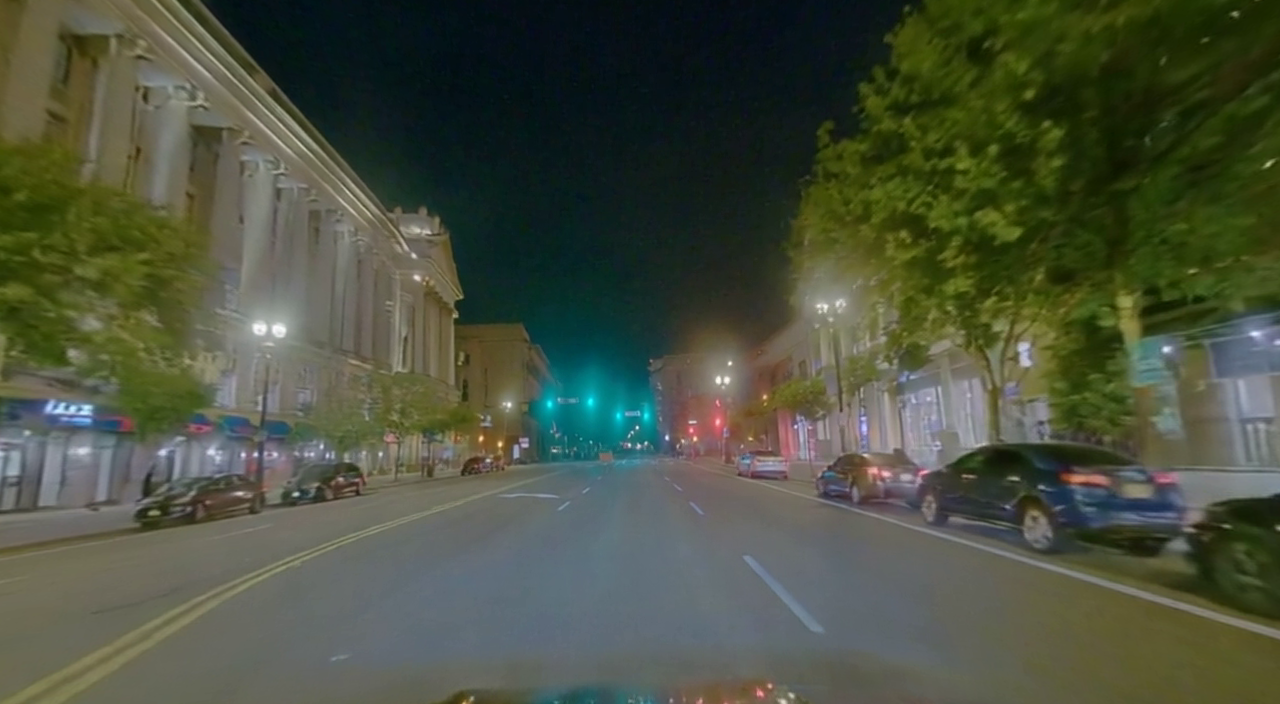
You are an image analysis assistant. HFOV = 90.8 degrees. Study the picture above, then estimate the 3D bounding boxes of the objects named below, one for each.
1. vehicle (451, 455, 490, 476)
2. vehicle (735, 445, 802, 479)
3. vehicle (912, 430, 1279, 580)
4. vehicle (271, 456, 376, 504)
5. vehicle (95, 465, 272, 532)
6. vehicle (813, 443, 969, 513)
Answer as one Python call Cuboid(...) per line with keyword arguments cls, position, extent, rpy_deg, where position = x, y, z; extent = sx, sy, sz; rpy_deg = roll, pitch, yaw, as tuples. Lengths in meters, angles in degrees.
Cuboid(cls="vehicle", position=(-12.699, 8.512, 47.578), extent=(1.767, 1.455, 4.389), rpy_deg=(0, -8, 0))
Cuboid(cls="vehicle", position=(5.961, 5.168, 29.973), extent=(2.091, 1.445, 4.678), rpy_deg=(0, -8, -2))
Cuboid(cls="vehicle", position=(5.823, 1.897, 8.810), extent=(1.849, 1.491, 4.626), rpy_deg=(0, -8, -2))
Cuboid(cls="vehicle", position=(-12.649, 5.113, 25.644), extent=(1.911, 1.558, 4.793), rpy_deg=(-4, -9, -2))
Cuboid(cls="vehicle", position=(-12.638, 4.034, 17.942), extent=(1.828, 1.462, 4.421), rpy_deg=(0, -8, -2))
Cuboid(cls="vehicle", position=(5.797, 2.919, 15.255), extent=(1.869, 1.430, 4.365), rpy_deg=(0, -8, -2))
